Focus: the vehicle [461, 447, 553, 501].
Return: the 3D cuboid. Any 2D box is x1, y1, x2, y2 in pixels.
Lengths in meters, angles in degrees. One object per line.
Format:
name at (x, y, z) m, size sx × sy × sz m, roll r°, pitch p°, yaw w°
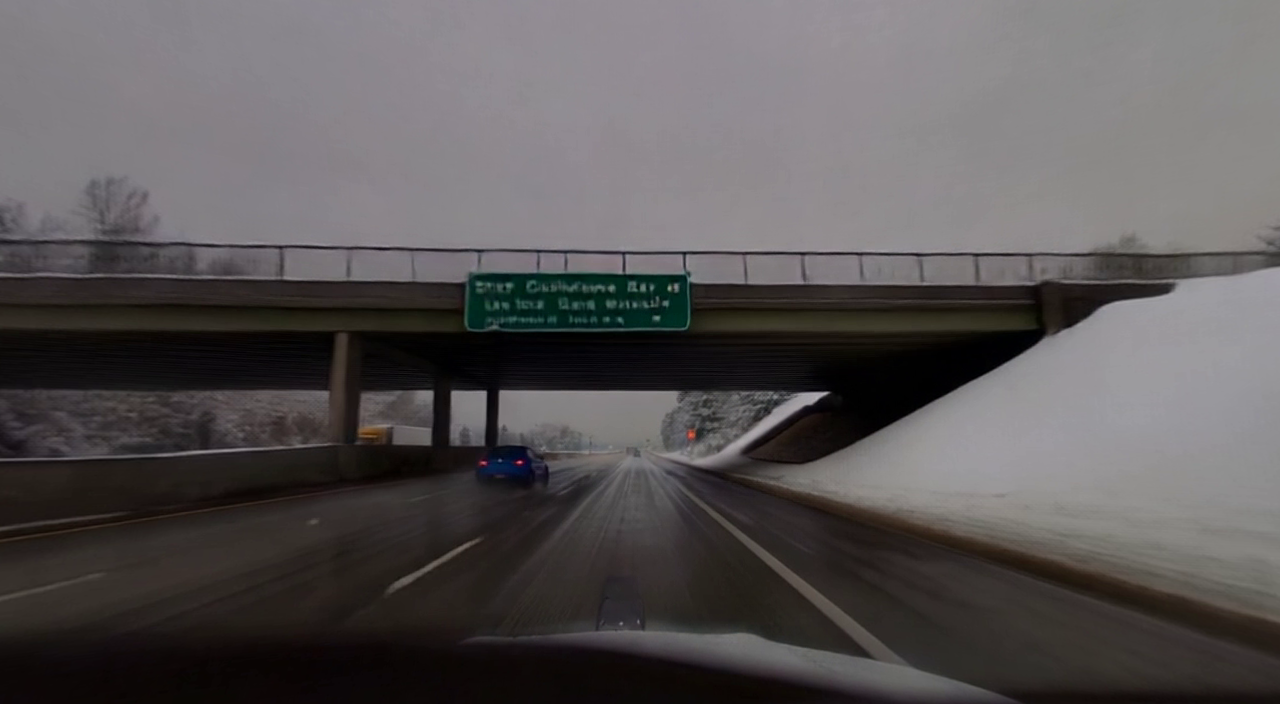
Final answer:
vehicle at (-4.039, 3.780, 19.906) m, size 1.992 × 1.504 × 4.117 m, roll 0°, pitch -9°, yaw 0°
